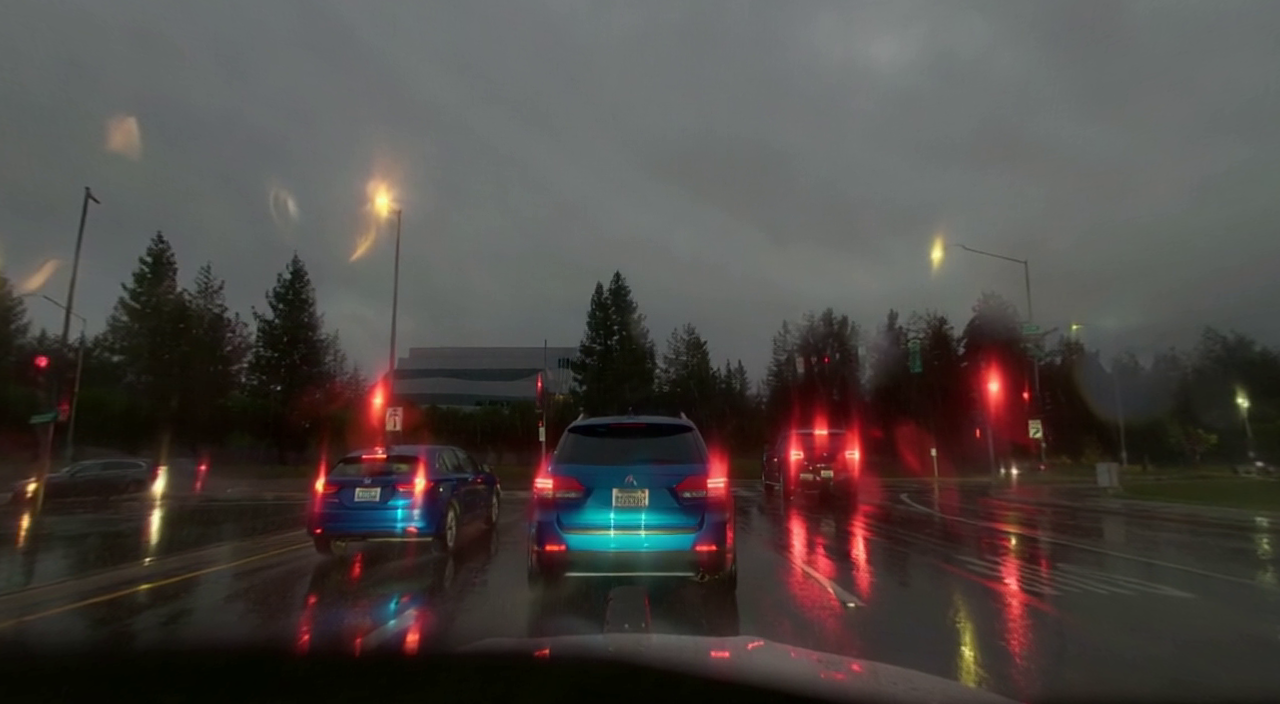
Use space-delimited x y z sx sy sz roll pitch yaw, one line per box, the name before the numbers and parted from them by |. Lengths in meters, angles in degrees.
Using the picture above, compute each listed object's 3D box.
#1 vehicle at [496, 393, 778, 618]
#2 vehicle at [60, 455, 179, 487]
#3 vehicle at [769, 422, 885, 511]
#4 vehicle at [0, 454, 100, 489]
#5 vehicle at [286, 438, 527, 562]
vehicle | -0.024 1.521 7.167 2.203 1.757 4.286 0 -8 0
vehicle | -25.976 5.946 31.594 4.140 1.444 1.742 2 -9 -15
vehicle | 4.817 2.998 16.919 2.084 2.053 4.073 -1 -8 4
vehicle | -27.043 5.274 27.955 4.198 1.444 1.765 2 -9 -15
vehicle | -3.185 2.091 9.756 1.913 1.453 4.413 0 -8 2
